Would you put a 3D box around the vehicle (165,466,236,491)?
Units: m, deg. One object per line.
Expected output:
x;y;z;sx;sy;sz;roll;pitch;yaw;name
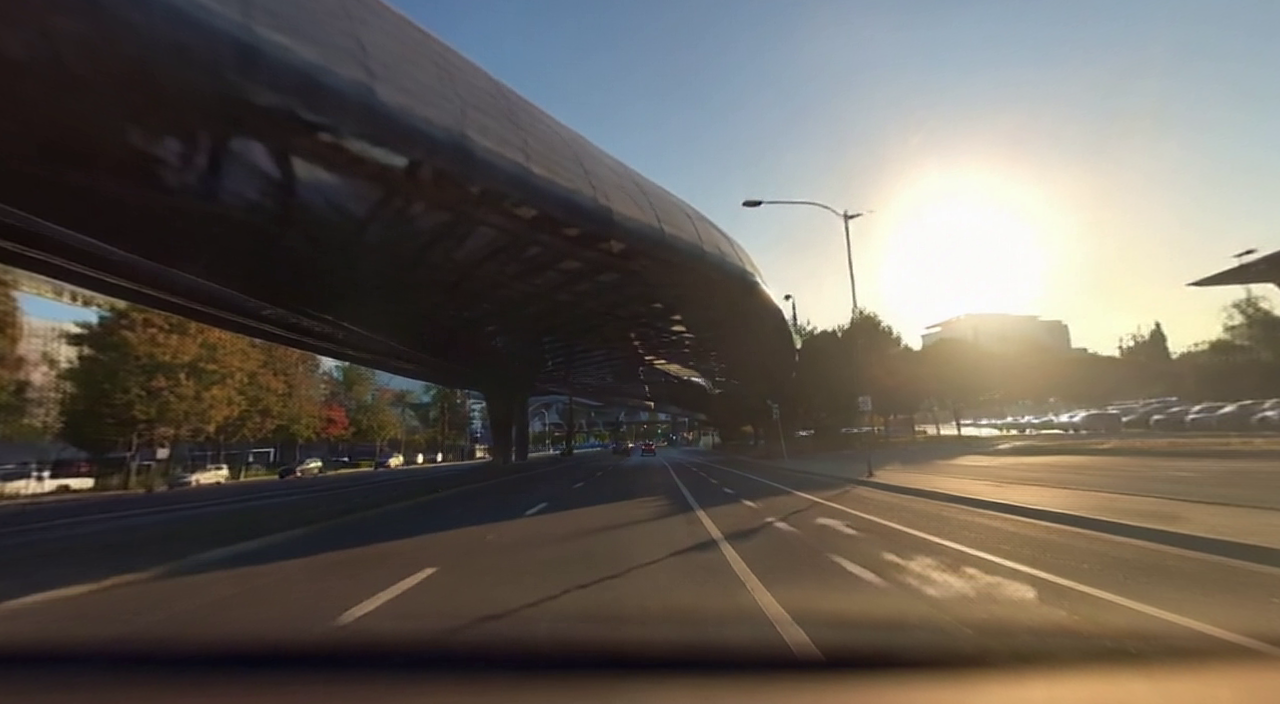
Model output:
-29.753;8.556;42.784;1.773;1.468;4.176;0;-8;0;vehicle

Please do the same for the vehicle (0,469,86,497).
-37.513;8.140;39.339;1.815;1.467;4.436;0;-8;0;vehicle
